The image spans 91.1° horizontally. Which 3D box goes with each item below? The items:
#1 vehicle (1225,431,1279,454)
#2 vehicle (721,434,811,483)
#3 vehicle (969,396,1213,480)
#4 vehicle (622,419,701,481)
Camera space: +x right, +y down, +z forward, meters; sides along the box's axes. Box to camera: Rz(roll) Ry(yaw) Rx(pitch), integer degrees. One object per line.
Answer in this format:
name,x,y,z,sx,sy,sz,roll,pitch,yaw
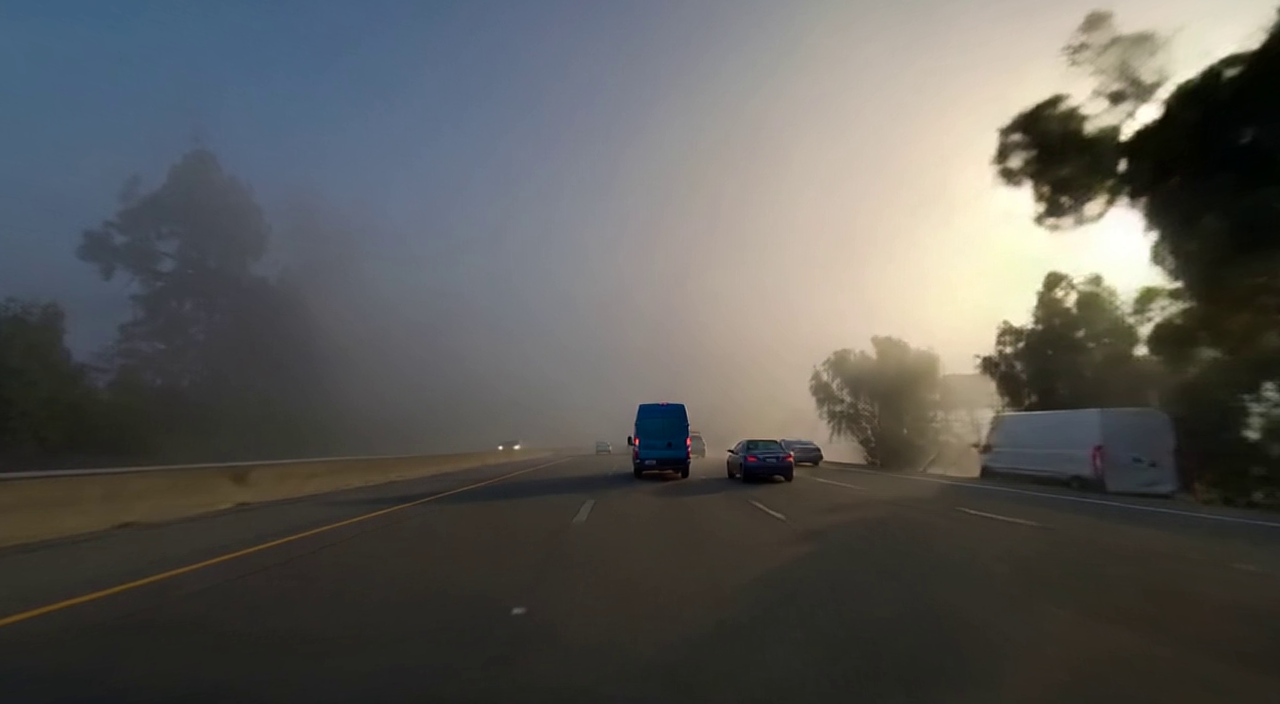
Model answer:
vehicle,47.533,6.837,47.332,4.842,1.681,2.070,1,-8,-5
vehicle,4.145,3.574,21.334,2.099,1.510,3.784,0,-8,-2
vehicle,17.286,3.490,25.275,3.113,2.773,8.752,0,-8,-2
vehicle,0.654,3.716,24.004,2.546,2.087,5.404,0,-8,-3
